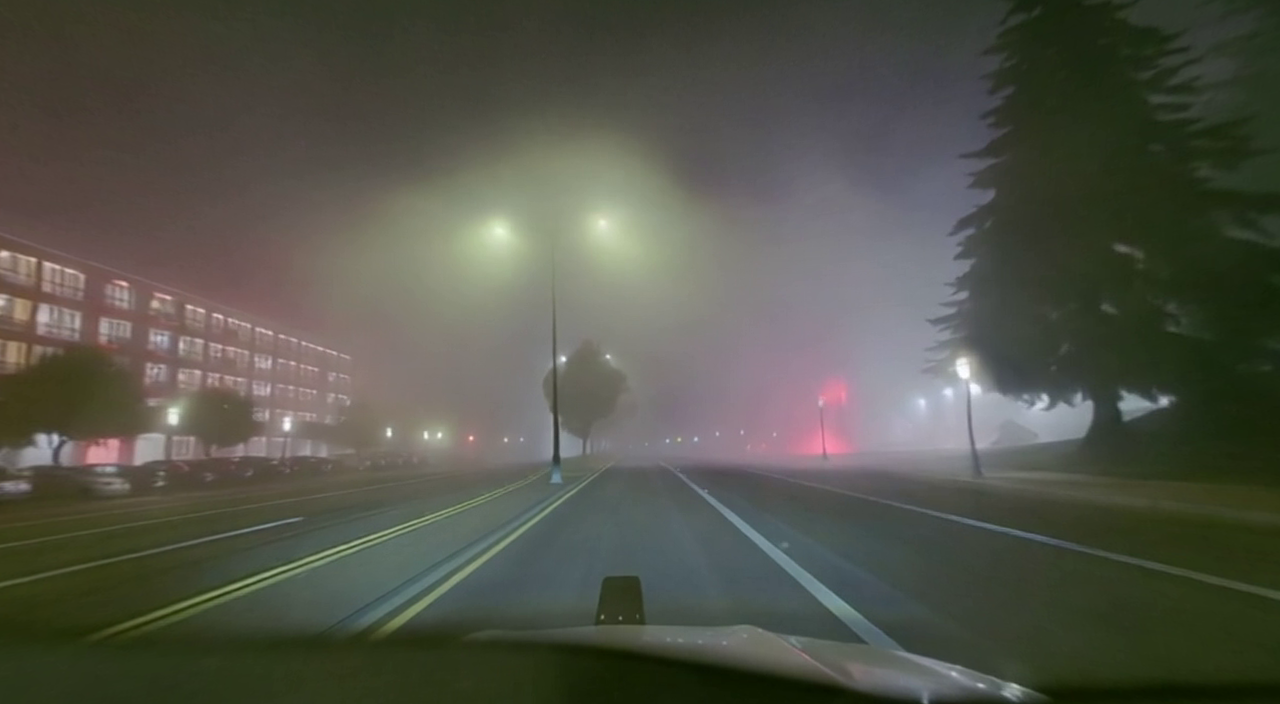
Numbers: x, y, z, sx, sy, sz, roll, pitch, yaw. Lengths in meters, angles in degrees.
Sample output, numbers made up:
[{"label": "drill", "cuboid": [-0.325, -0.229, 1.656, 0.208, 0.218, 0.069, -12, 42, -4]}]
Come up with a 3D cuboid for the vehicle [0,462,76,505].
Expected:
[{"label": "vehicle", "cuboid": [-26.284, 5.399, 25.959, 4.054, 1.602, 2.056, 3, -9, -23]}]
